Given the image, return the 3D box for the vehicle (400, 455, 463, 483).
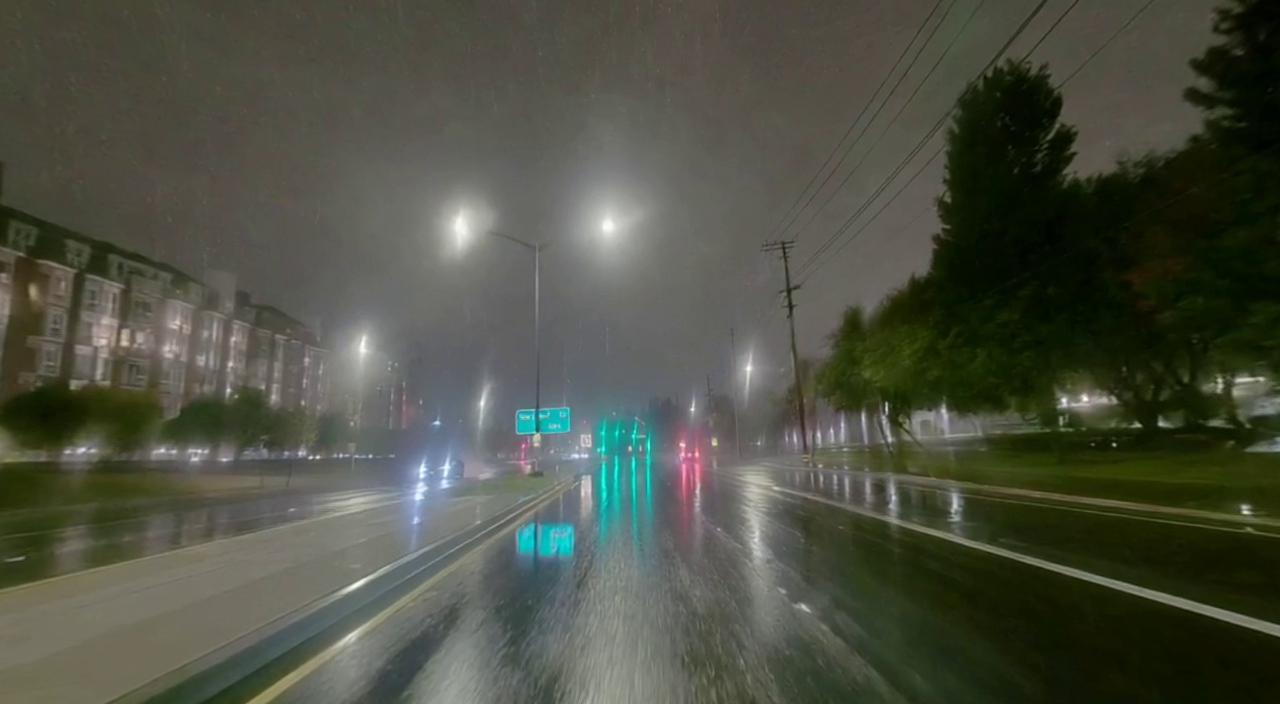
[{"bbox_3d":[-12.182,6.866,37.113,2.116,1.470,4.581,0,-9,0],"label":"vehicle"}]
